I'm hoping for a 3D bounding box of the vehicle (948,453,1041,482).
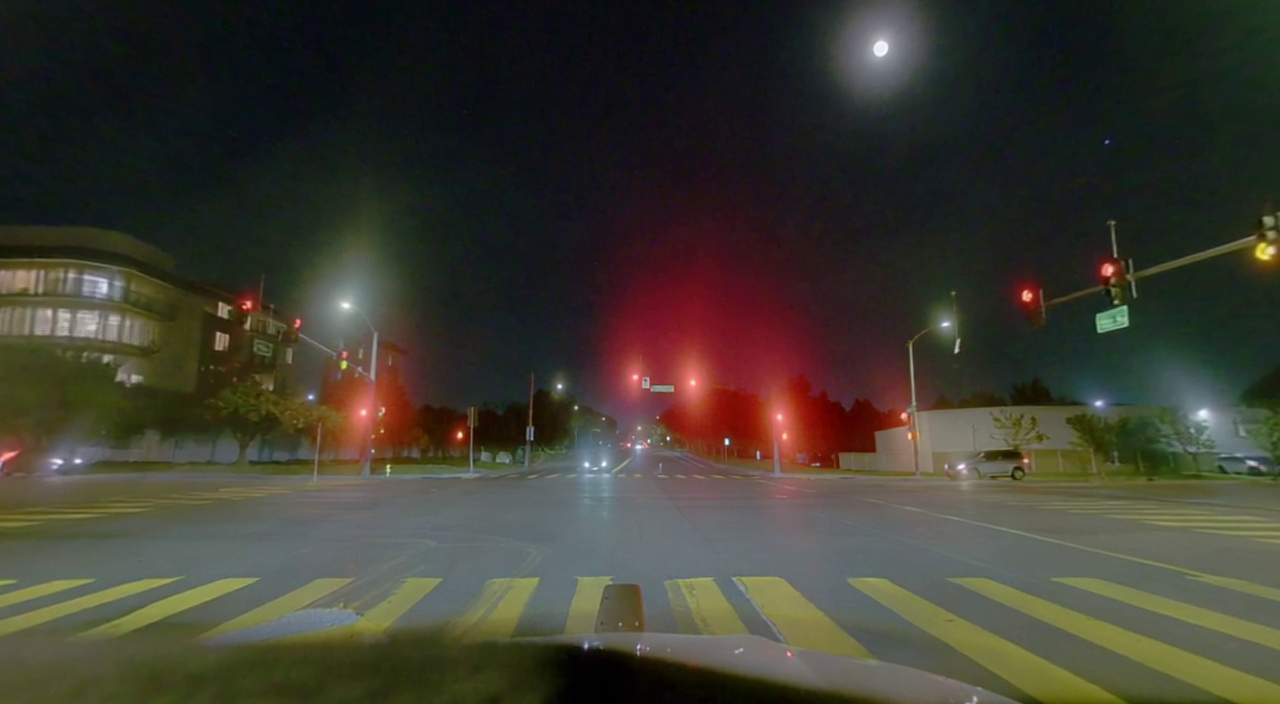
[{"bbox_3d":[21.106,6.880,37.587,4.447,1.623,1.801,0,-8,-3],"label":"vehicle"}]

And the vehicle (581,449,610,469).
[{"bbox_3d":[-3.442,8.360,49.211,1.908,1.441,4.142,0,-8,1],"label":"vehicle"}]

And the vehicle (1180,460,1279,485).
[{"bbox_3d":[36.218,7.317,38.299,4.976,1.428,1.929,0,-8,-2],"label":"vehicle"}]

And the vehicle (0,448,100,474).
[{"bbox_3d":[-35.135,6.419,37.186,4.741,1.447,1.807,0,-9,0],"label":"vehicle"}]
